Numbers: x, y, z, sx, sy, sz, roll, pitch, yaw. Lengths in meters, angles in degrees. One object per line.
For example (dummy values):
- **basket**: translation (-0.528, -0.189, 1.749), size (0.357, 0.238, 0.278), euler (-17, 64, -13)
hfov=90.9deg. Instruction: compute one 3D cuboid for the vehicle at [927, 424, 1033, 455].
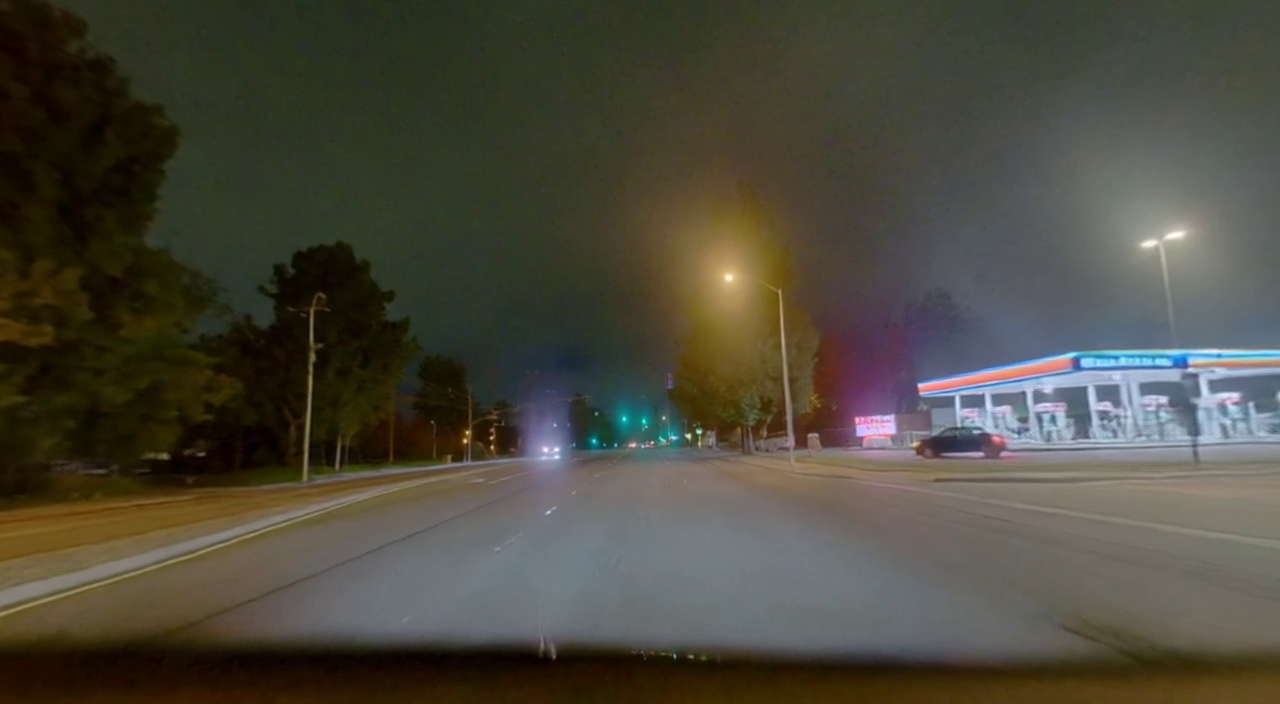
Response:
- **vehicle**: translation (18.125, 4.731, 33.895), size (4.812, 1.567, 2.123), euler (-4, -9, 24)
